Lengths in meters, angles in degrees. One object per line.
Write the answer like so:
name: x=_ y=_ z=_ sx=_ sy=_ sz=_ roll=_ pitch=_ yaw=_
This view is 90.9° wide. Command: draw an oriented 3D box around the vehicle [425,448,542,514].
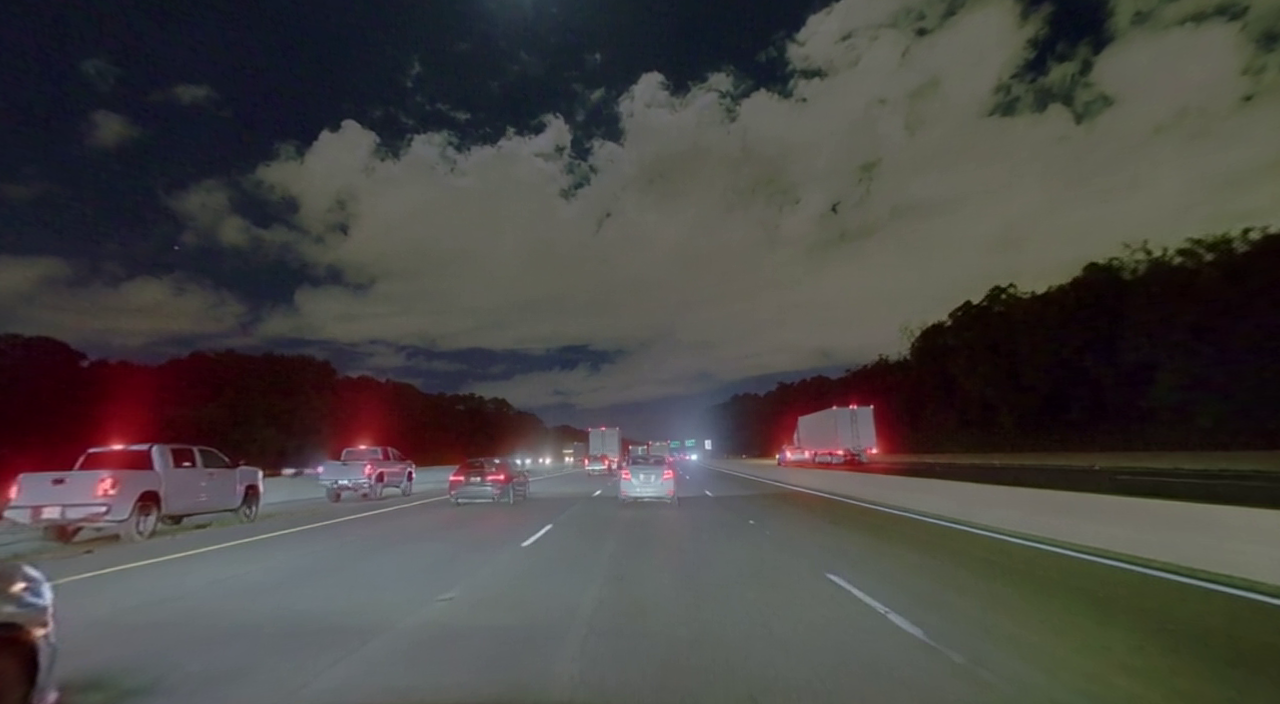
vehicle: x=-3.994 y=3.358 z=16.899 sx=1.929 sy=1.509 sz=4.331 roll=0 pitch=-9 yaw=1

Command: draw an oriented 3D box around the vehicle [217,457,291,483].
vehicle: x=-27.386 y=8.382 z=44.907 sx=1.962 sy=1.694 sz=4.917 roll=-1 pitch=-9 yaw=2

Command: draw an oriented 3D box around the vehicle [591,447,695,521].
vehicle: x=0.085 y=2.944 z=14.544 sx=2.057 sy=1.449 sz=3.931 roll=0 pitch=-9 yaw=1

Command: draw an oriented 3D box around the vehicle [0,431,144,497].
vehicle: x=-32.022 y=6.246 z=35.621 sx=2.761 sy=3.380 sz=5.944 roll=-1 pitch=-9 yaw=2

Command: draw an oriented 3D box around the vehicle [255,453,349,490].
vehicle: x=-15.325 y=5.404 z=28.847 sx=1.949 sy=1.540 sz=4.064 roll=-1 pitch=-9 yaw=2
